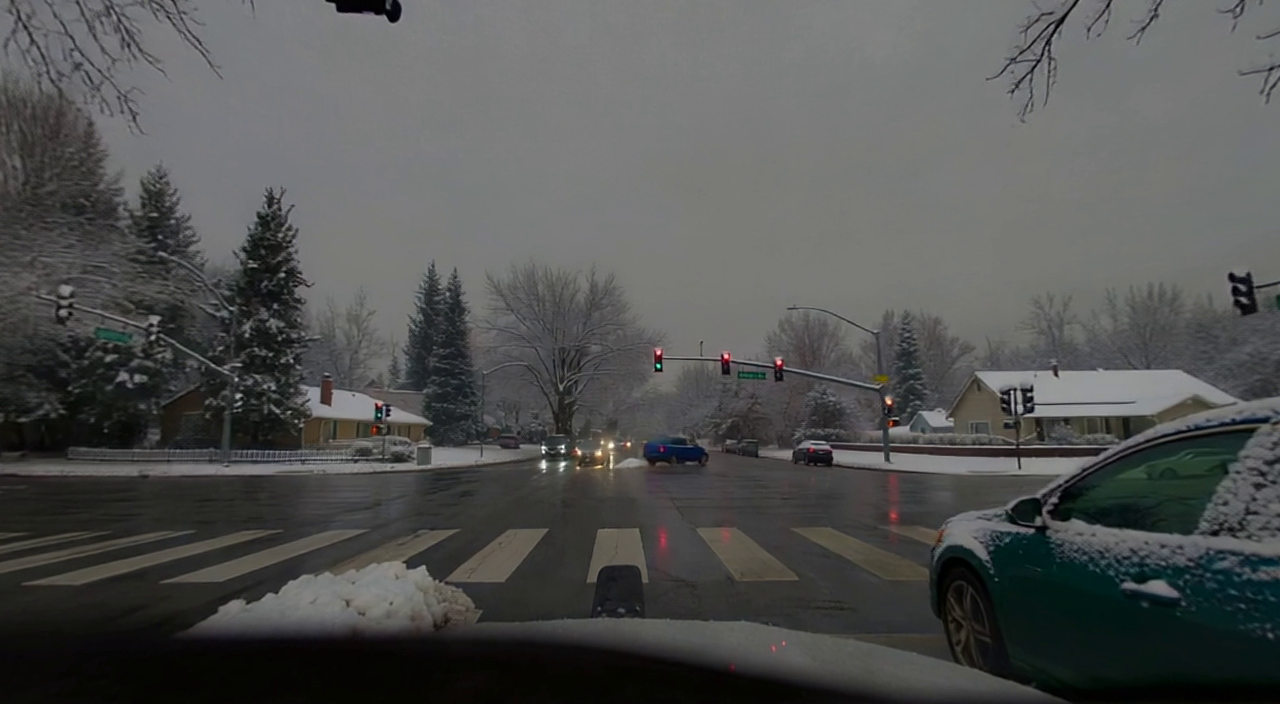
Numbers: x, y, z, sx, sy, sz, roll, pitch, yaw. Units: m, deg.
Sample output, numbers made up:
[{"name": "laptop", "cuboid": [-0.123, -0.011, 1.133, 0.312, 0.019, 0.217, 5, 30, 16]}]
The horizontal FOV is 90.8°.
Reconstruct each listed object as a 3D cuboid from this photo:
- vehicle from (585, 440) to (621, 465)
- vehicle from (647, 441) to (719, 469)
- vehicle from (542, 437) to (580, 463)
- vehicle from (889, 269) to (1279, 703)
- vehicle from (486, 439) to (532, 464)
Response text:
[{"name": "vehicle", "cuboid": [-2.370, 6.607, 41.631, 2.046, 1.491, 4.118, 0, -9, 1]}, {"name": "vehicle", "cuboid": [2.605, 6.017, 37.270, 2.104, 1.518, 4.999, -5, -10, 32]}, {"name": "vehicle", "cuboid": [-5.527, 6.958, 44.828, 2.091, 1.707, 4.157, 0, -9, 0]}, {"name": "vehicle", "cuboid": [2.708, 0.707, 1.718, 2.085, 1.800, 4.908, 0, -9, 1]}, {"name": "vehicle", "cuboid": [-8.940, 6.862, 43.632, 2.028, 1.654, 5.027, 0, -9, 1]}]
